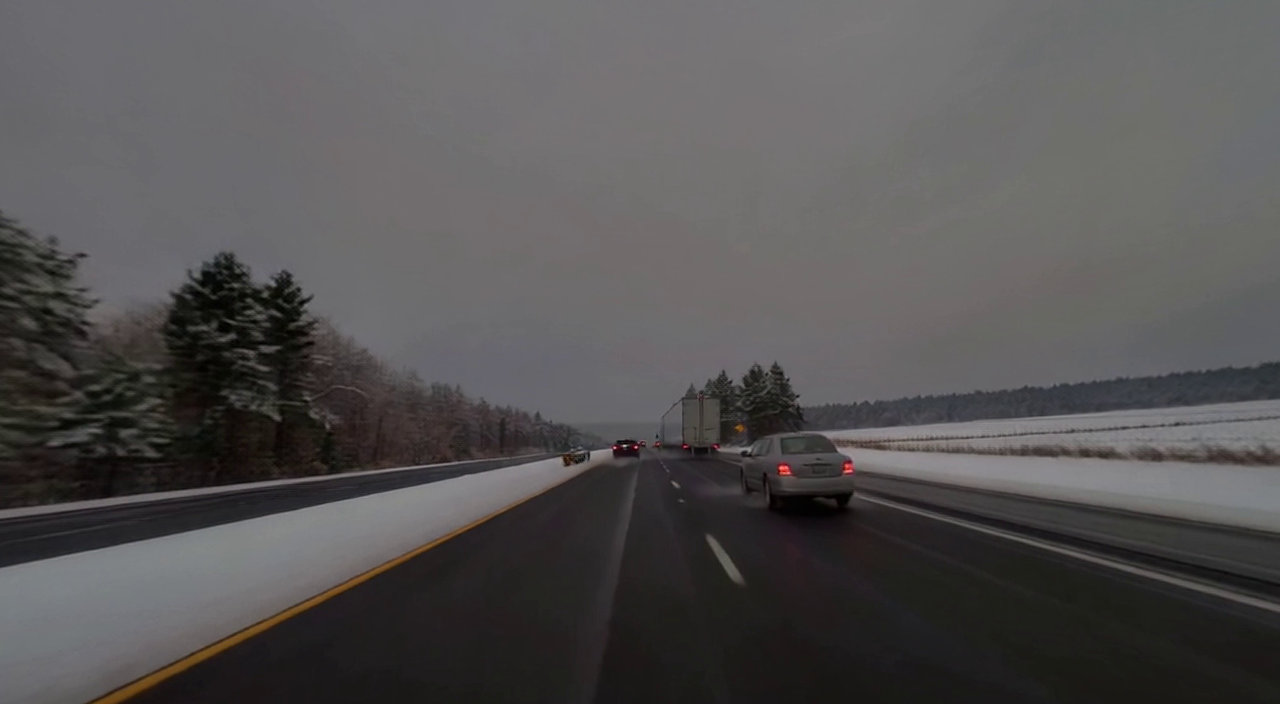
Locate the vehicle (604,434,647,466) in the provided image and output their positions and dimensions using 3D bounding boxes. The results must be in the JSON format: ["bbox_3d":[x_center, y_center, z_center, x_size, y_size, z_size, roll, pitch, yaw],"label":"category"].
[{"bbox_3d":[-0.703,5.279,34.264,2.192,1.623,4.887,0,-8,1],"label":"vehicle"}]

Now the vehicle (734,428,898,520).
[{"bbox_3d":[3.299,2.354,12.797,2.072,1.534,4.300,0,-8,0],"label":"vehicle"}]

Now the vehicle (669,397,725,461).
[{"bbox_3d":[3.959,5.828,47.015,2.919,4.004,13.911,0,-8,0],"label":"vehicle"}]
